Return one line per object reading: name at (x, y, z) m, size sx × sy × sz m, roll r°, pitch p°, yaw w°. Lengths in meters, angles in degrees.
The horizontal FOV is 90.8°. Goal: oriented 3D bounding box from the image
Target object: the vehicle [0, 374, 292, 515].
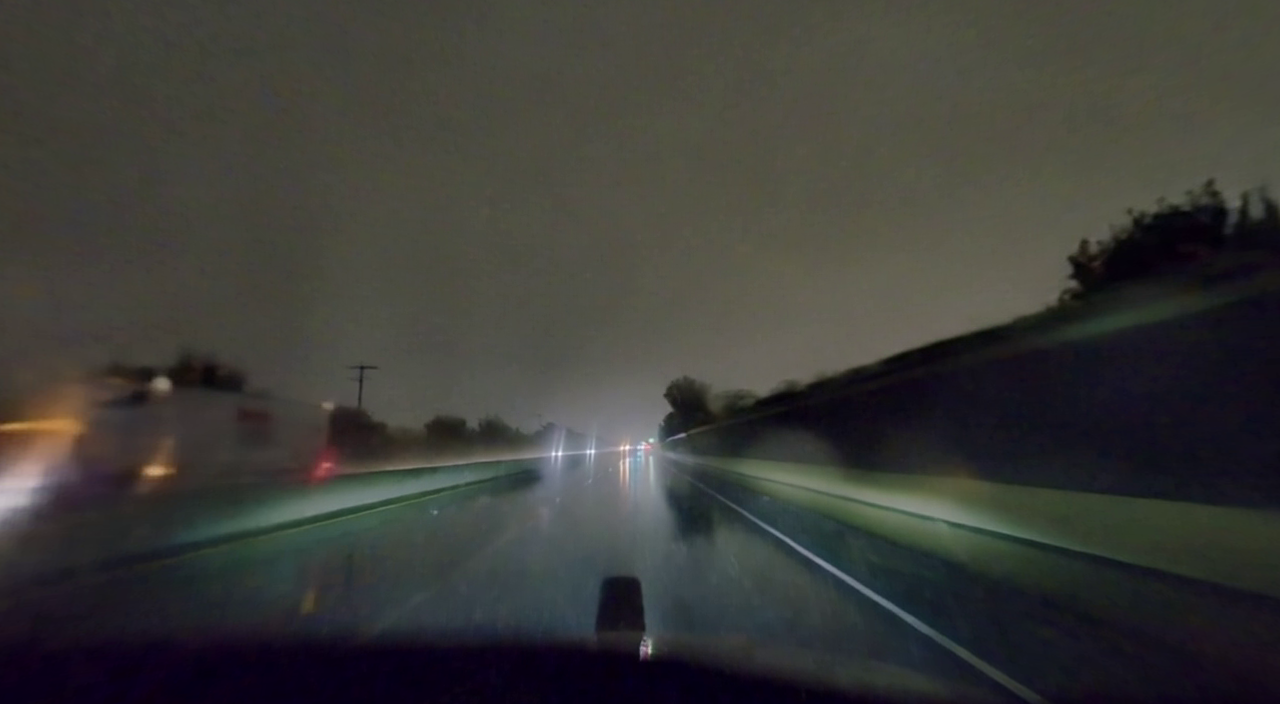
vehicle at (-16.276, 3.224, 21.809) m, size 2.929 × 3.767 × 9.589 m, roll 0°, pitch -9°, yaw 0°
